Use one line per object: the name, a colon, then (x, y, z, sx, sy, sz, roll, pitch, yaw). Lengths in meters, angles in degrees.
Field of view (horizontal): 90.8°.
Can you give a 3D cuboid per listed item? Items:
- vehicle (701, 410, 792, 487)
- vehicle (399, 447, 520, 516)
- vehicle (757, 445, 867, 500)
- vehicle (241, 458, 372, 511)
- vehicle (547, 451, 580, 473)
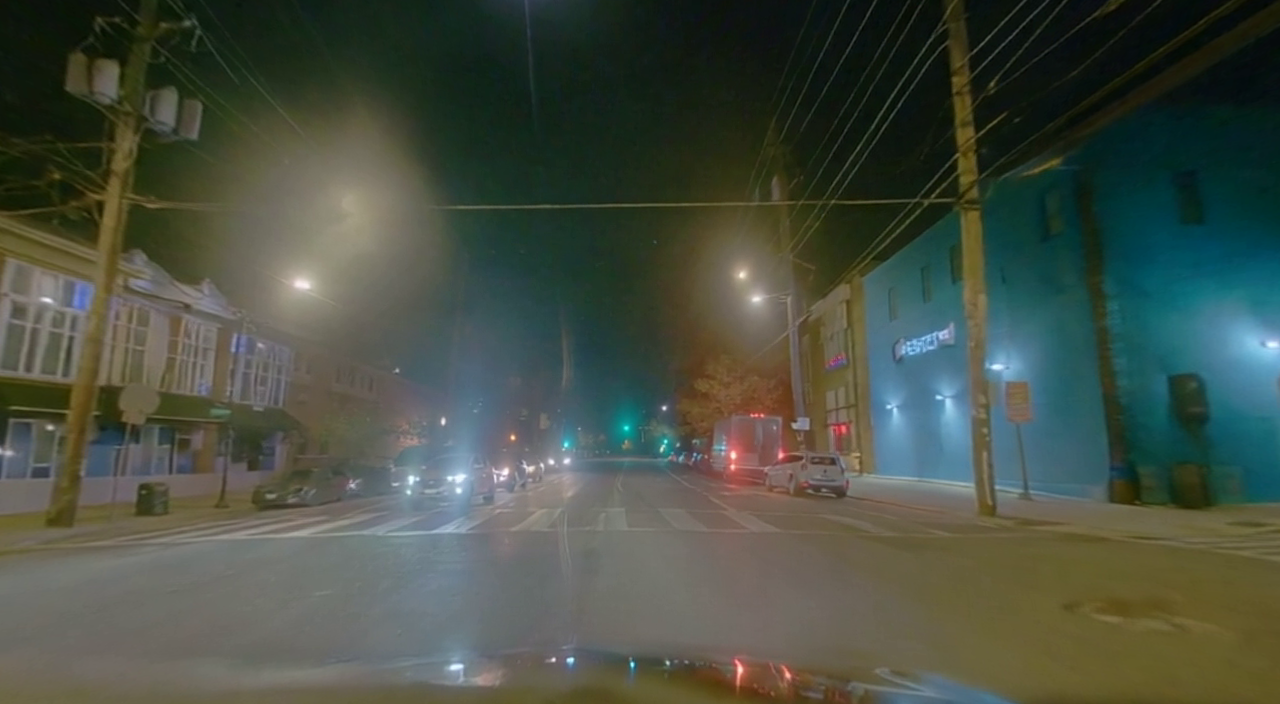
vehicle: (4.849, 4.615, 30.452, 2.815, 3.203, 7.558, 0, -8, -2)
vehicle: (-4.496, 3.258, 16.484, 2.050, 1.505, 4.219, 0, -8, -2)
vehicle: (5.742, 4.049, 21.699, 1.963, 1.646, 4.204, 1, -8, -11)
vehicle: (-10.773, 4.272, 20.822, 1.978, 1.452, 4.263, 0, -8, 0)
vehicle: (-5.517, 7.977, 46.146, 1.925, 1.479, 4.444, 0, -8, 0)
